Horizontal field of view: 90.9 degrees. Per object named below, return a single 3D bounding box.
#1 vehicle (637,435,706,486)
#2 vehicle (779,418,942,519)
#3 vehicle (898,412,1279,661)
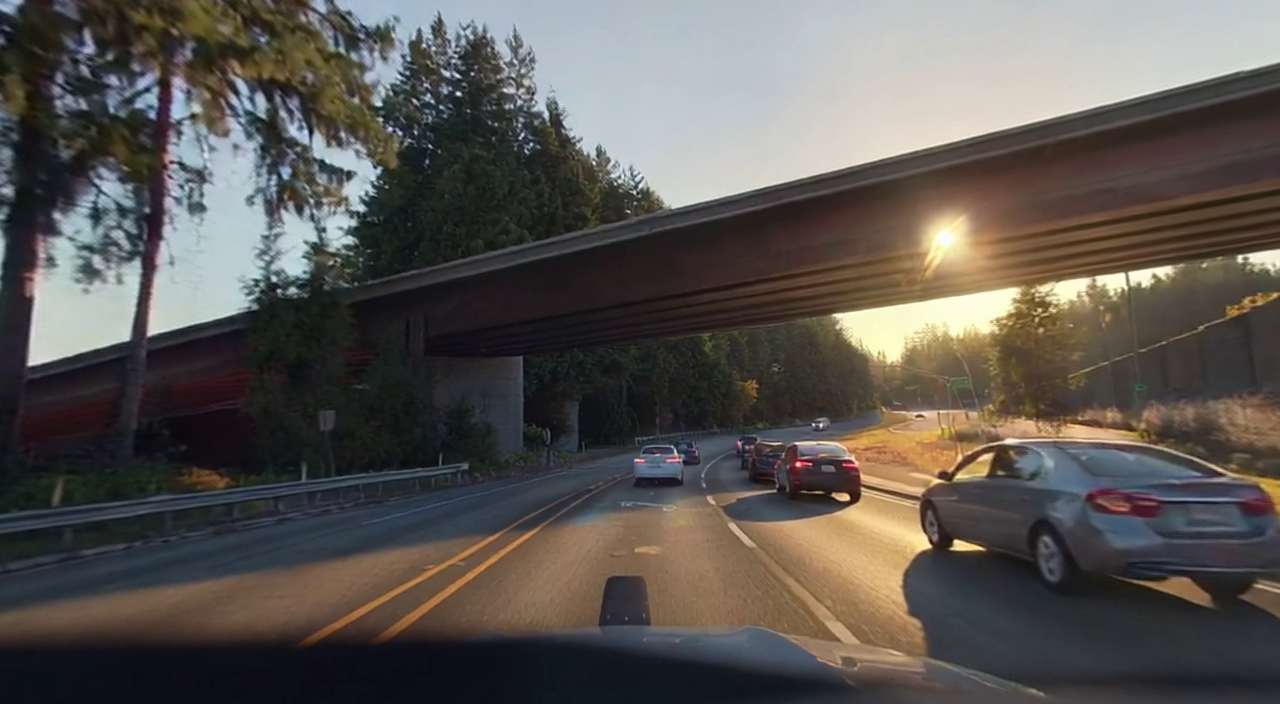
[{"bbox_3d":[1.123,3.562,21.068,2.078,1.506,4.058,-1,-8,5],"label":"vehicle"},{"bbox_3d":[4.340,2.357,13.273,1.947,1.745,4.452,0,-8,2],"label":"vehicle"},{"bbox_3d":[4.132,1.410,5.832,1.911,1.525,3.755,0,-8,1],"label":"vehicle"}]
